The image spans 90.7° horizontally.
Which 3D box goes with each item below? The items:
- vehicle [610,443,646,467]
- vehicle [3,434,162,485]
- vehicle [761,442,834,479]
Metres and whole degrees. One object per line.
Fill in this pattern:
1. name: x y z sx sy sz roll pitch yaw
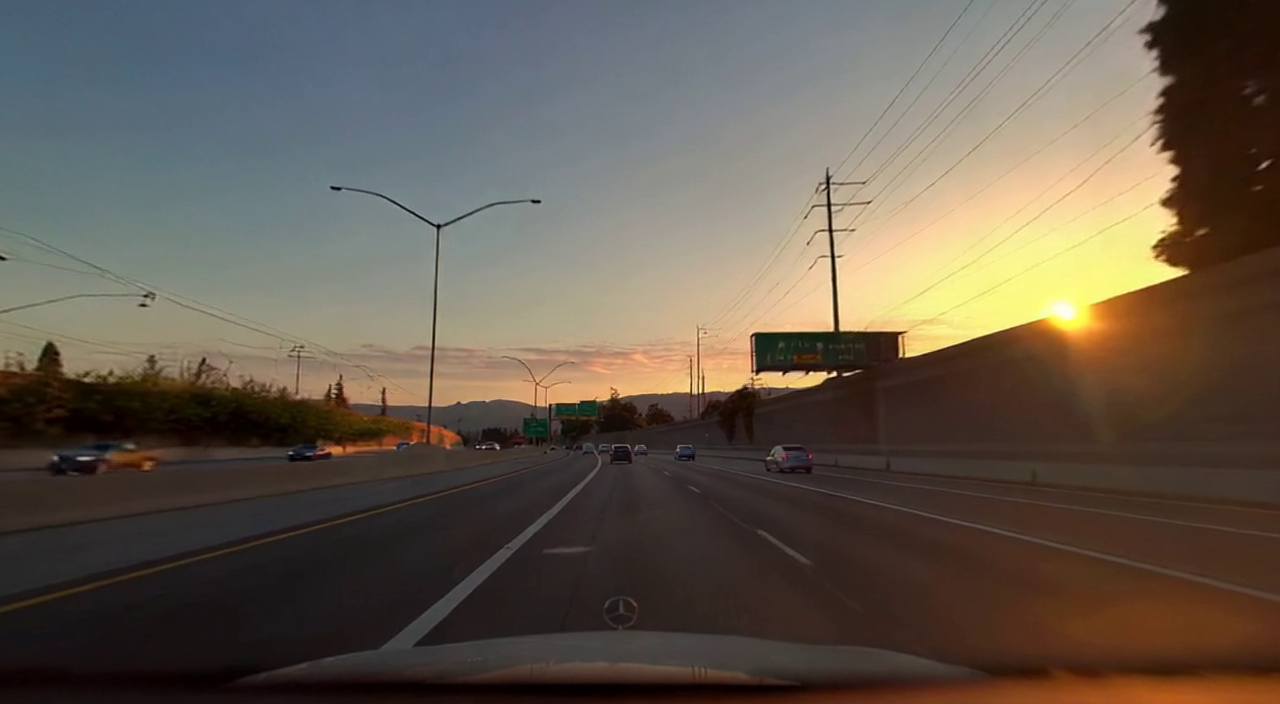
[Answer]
1. vehicle: -0.825 6.626 40.825 2.109 1.489 4.027 0 -9 -4
2. vehicle: -20.355 3.935 23.424 1.901 1.689 4.398 0 -9 -2
3. vehicle: 6.670 4.626 27.234 1.876 1.451 4.154 0 -9 -3
